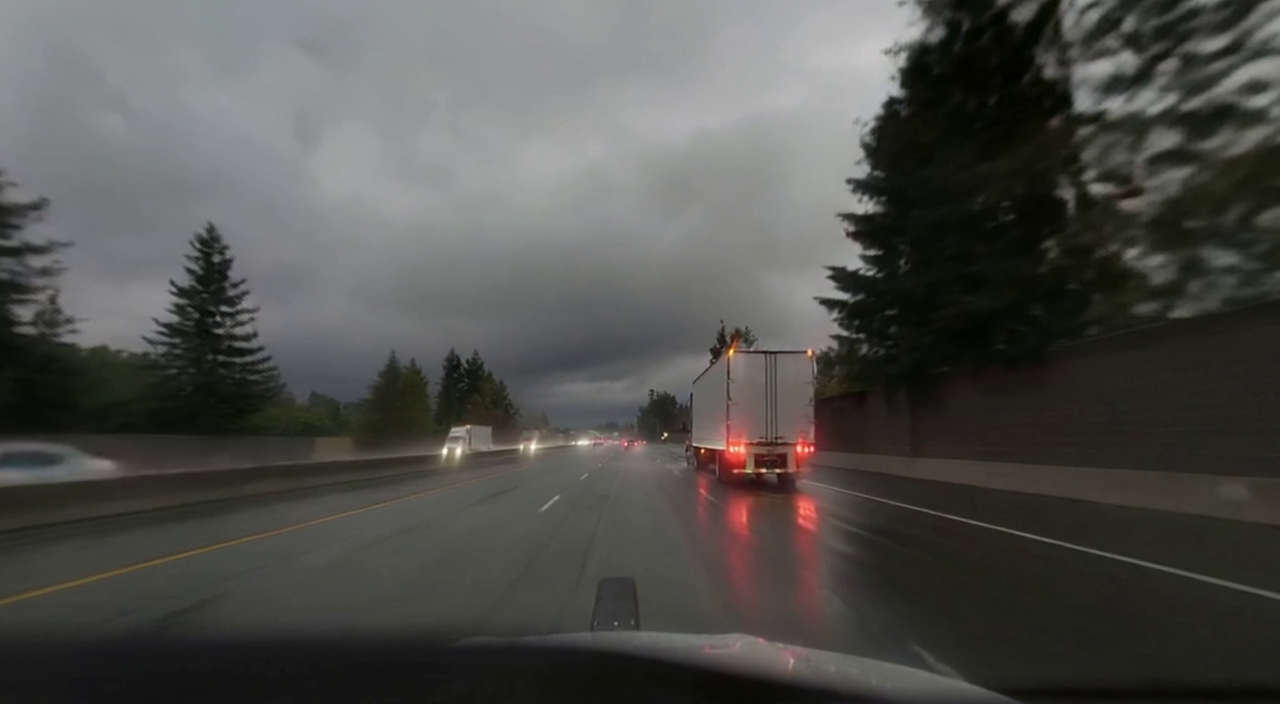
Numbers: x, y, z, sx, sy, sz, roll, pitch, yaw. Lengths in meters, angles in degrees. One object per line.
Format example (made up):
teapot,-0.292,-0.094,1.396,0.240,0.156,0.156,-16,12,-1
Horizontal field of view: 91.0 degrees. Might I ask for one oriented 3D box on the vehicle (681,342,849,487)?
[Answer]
vehicle,4.091,2.790,25.486,3.489,4.211,14.193,0,-8,-2
